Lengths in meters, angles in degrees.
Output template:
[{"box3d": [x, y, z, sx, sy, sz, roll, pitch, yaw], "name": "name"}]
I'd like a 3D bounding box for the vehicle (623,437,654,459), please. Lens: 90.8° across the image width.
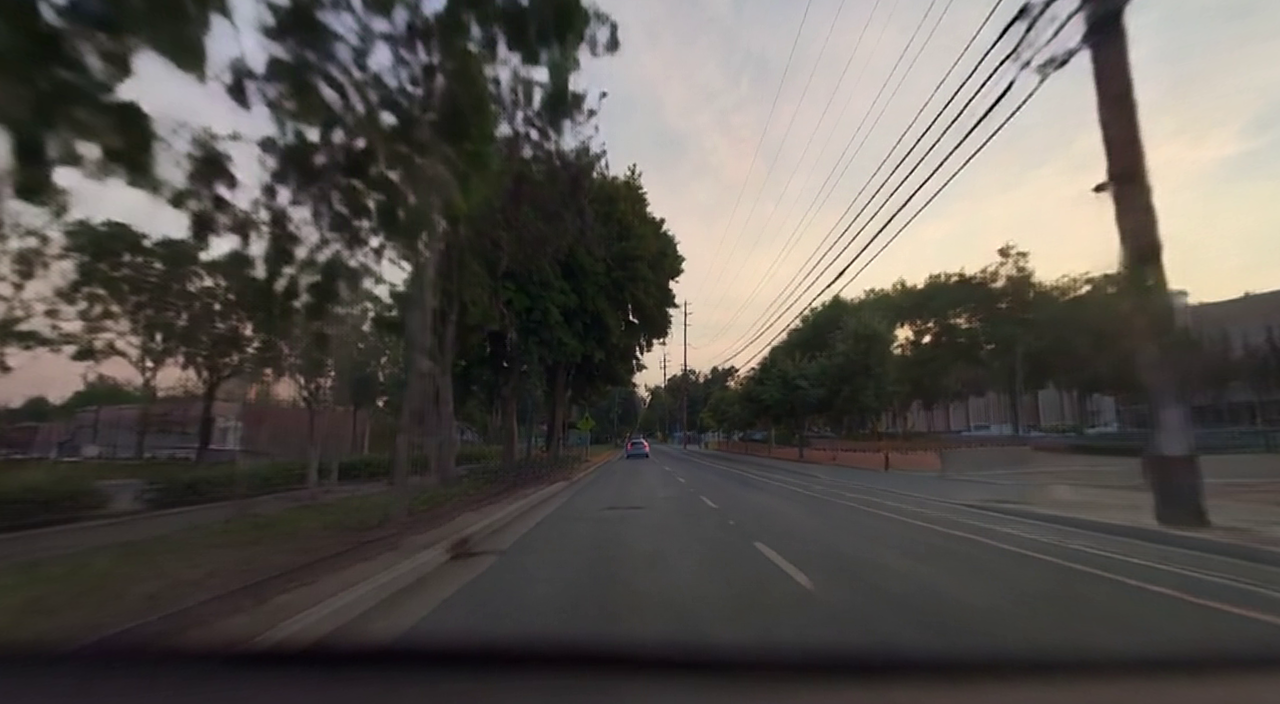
[{"box3d": [-0.132, 6.877, 45.588, 2.109, 1.501, 4.042, 0, -8, -1], "name": "vehicle"}]
